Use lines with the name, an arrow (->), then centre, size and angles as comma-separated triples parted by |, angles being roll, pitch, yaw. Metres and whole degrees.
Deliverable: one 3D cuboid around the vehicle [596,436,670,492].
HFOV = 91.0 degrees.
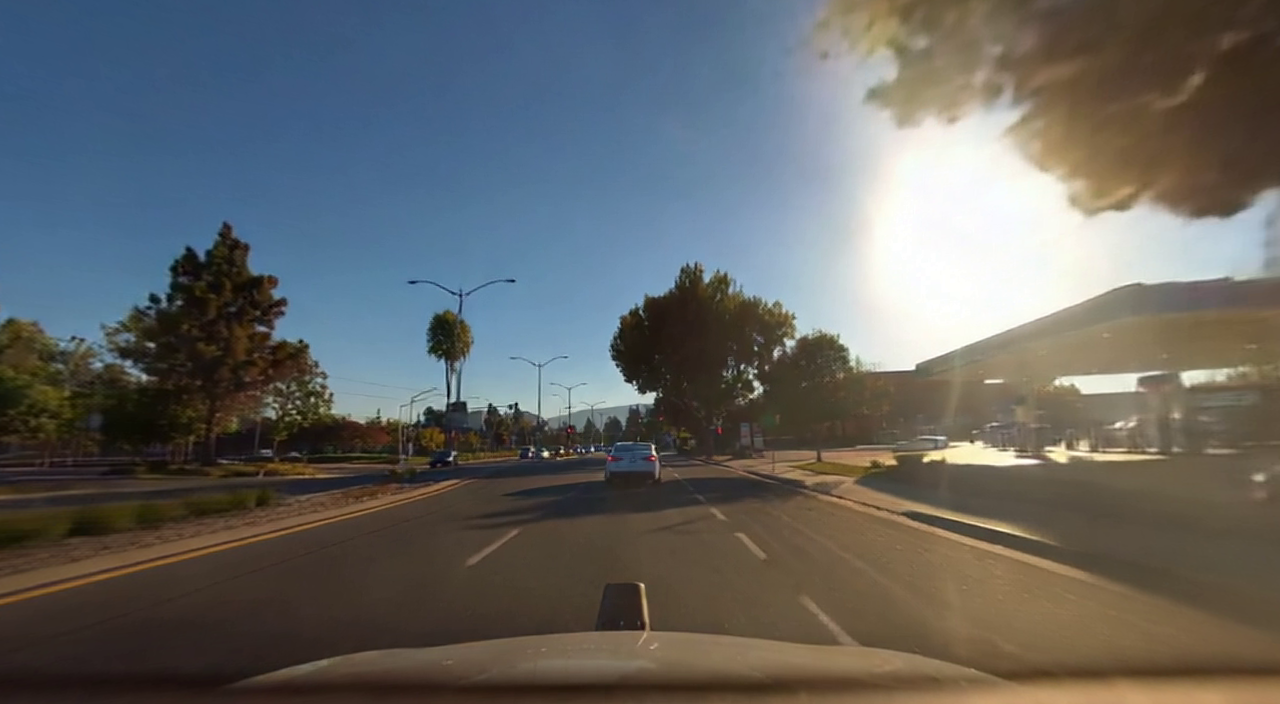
vehicle -> -0.177, 3.490, 19.973 | 2.062, 1.519, 4.214 | 1, -9, 0
